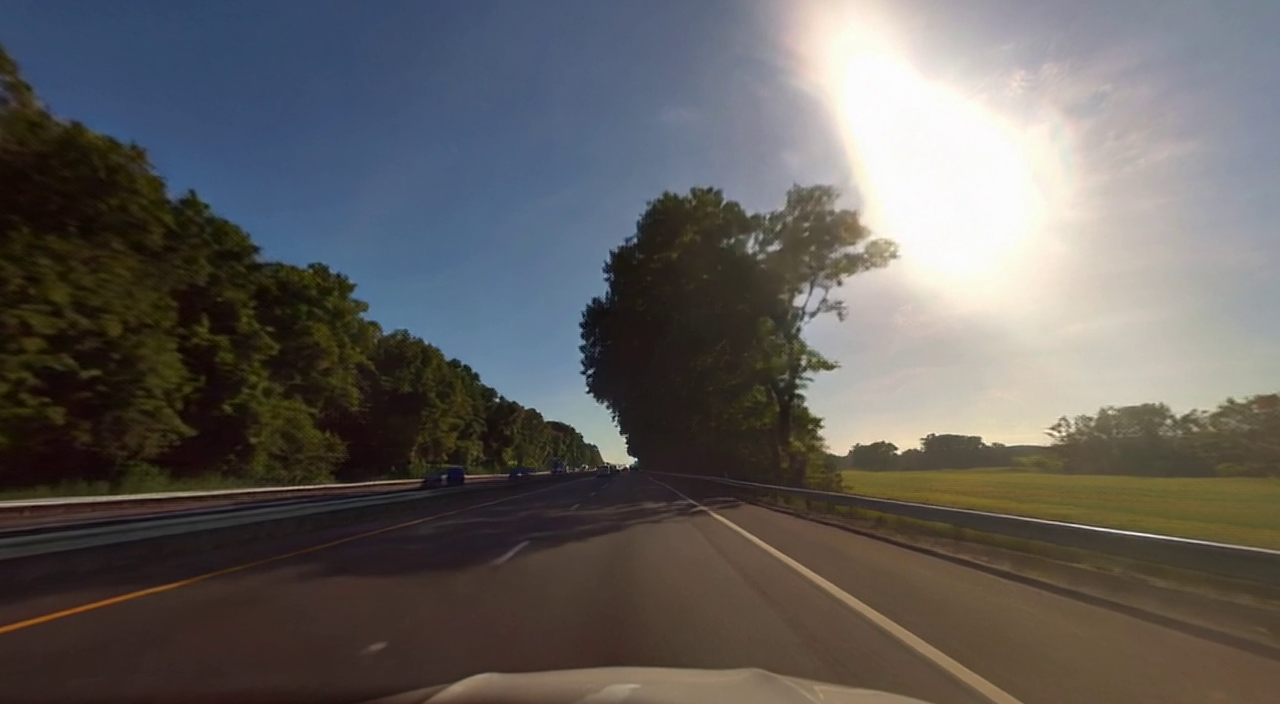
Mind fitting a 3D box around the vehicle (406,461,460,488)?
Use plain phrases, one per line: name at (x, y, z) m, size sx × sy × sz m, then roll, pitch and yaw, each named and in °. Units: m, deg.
vehicle at (-12.794, 7.618, 39.176) m, size 1.897 × 1.530 × 4.027 m, roll 1°, pitch -10°, yaw 0°
